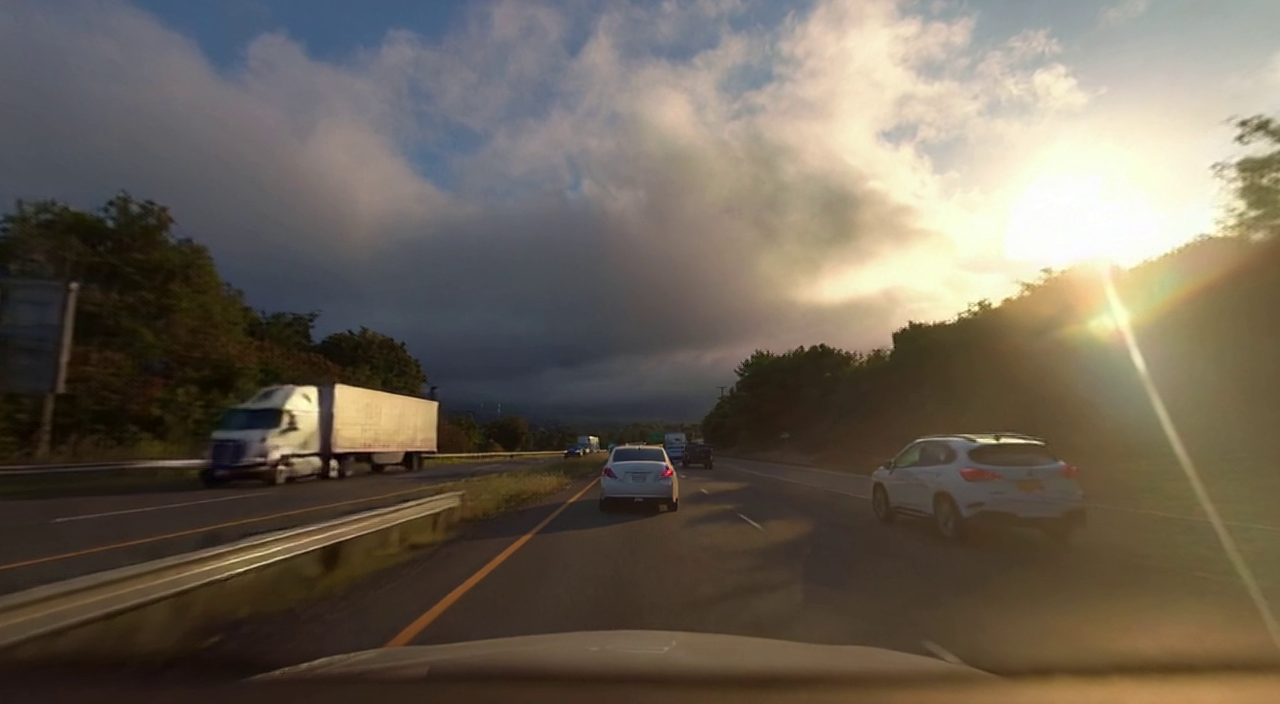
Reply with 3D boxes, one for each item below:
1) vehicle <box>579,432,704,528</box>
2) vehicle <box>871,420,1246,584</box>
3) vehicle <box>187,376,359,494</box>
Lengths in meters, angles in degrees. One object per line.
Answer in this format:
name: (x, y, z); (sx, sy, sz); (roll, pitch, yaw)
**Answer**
vehicle: (-0.020, 2.438, 12.454); (2.088, 1.580, 3.657); (0, -9, -1)
vehicle: (4.698, 1.719, 7.982); (1.931, 1.516, 3.995); (0, -9, -1)
vehicle: (-13.764, 3.238, 24.315); (2.937, 3.963, 5.772); (-1, -9, 1)
